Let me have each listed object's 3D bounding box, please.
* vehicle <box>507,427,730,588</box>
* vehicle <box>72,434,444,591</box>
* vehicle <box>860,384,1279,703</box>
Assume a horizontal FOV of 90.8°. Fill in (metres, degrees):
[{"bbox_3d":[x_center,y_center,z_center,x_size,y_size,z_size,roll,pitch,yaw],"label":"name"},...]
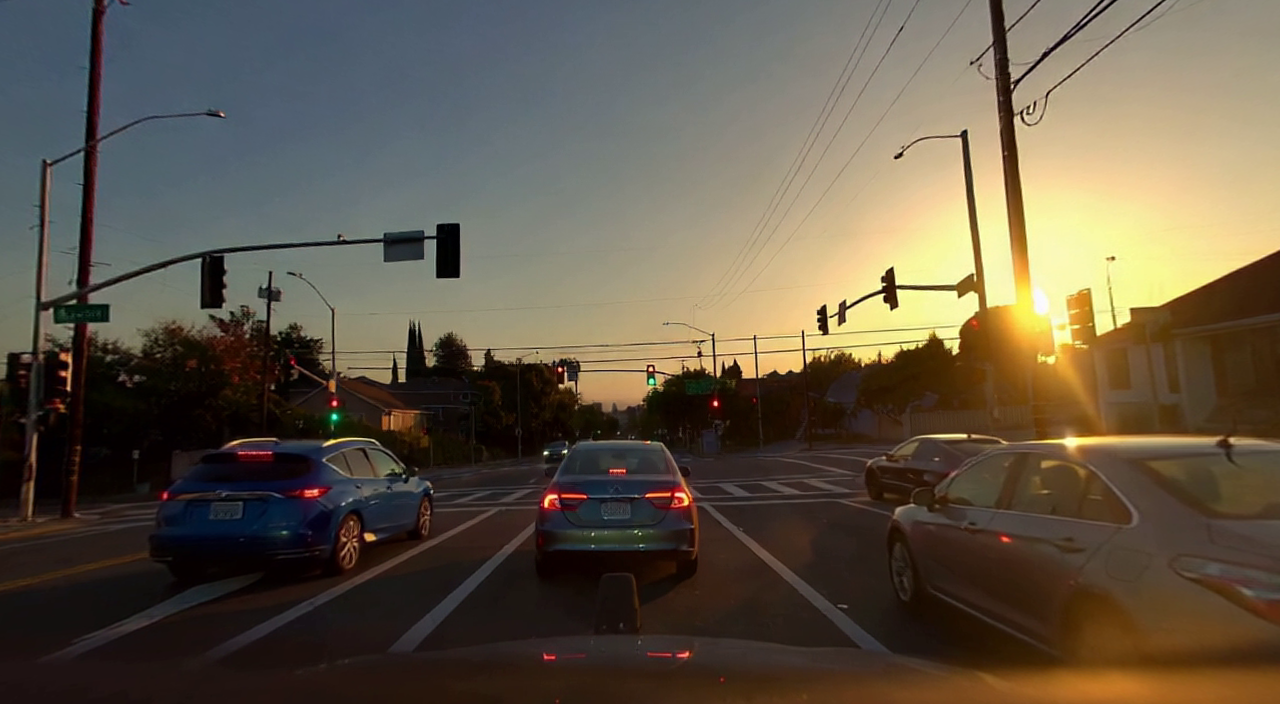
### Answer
[{"bbox_3d":[-0.220,1.759,8.029,2.061,1.485,4.196,0,-8,-1],"label":"vehicle"},{"bbox_3d":[-4.371,1.865,8.305,2.106,1.492,4.312,0,-8,1],"label":"vehicle"},{"bbox_3d":[2.905,1.106,3.664,1.860,1.494,3.707,0,-8,-1],"label":"vehicle"}]
